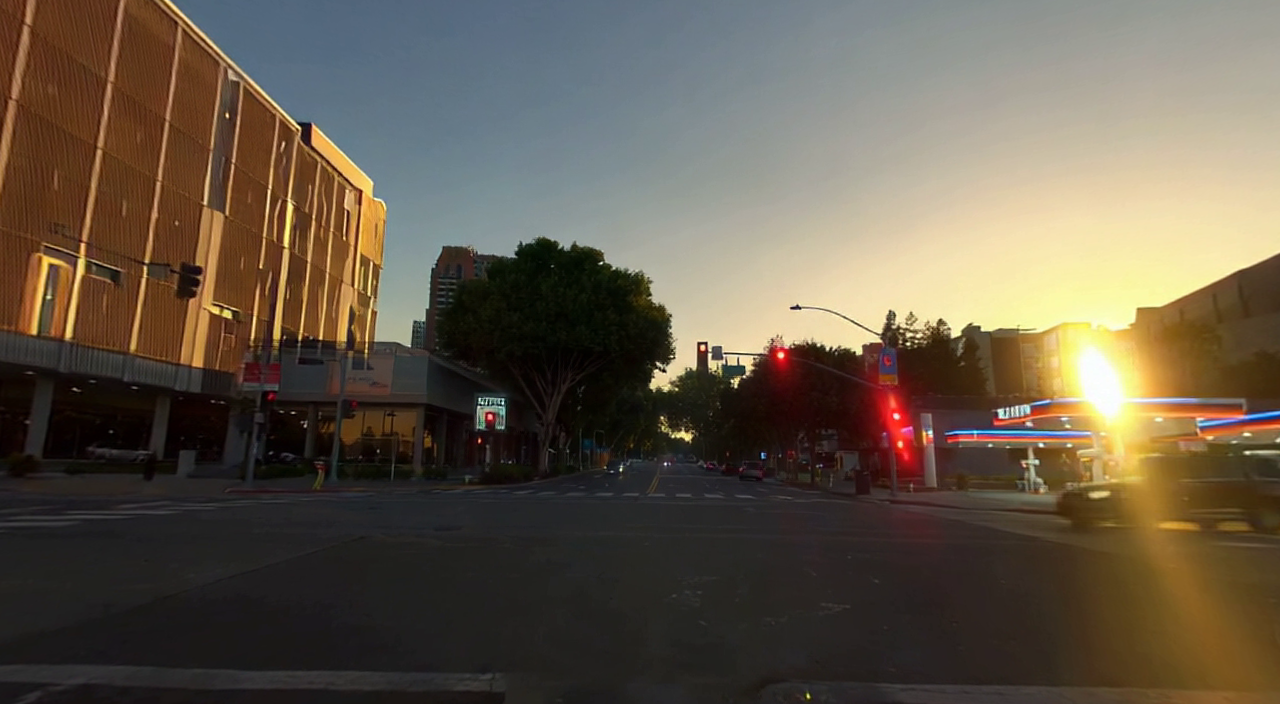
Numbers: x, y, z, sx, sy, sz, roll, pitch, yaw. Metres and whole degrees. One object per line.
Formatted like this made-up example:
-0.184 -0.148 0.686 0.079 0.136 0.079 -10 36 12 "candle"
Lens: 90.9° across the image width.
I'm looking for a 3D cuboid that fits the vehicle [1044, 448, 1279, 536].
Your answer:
11.880 3.007 13.887 4.556 1.743 1.938 0 -8 0 "vehicle"
